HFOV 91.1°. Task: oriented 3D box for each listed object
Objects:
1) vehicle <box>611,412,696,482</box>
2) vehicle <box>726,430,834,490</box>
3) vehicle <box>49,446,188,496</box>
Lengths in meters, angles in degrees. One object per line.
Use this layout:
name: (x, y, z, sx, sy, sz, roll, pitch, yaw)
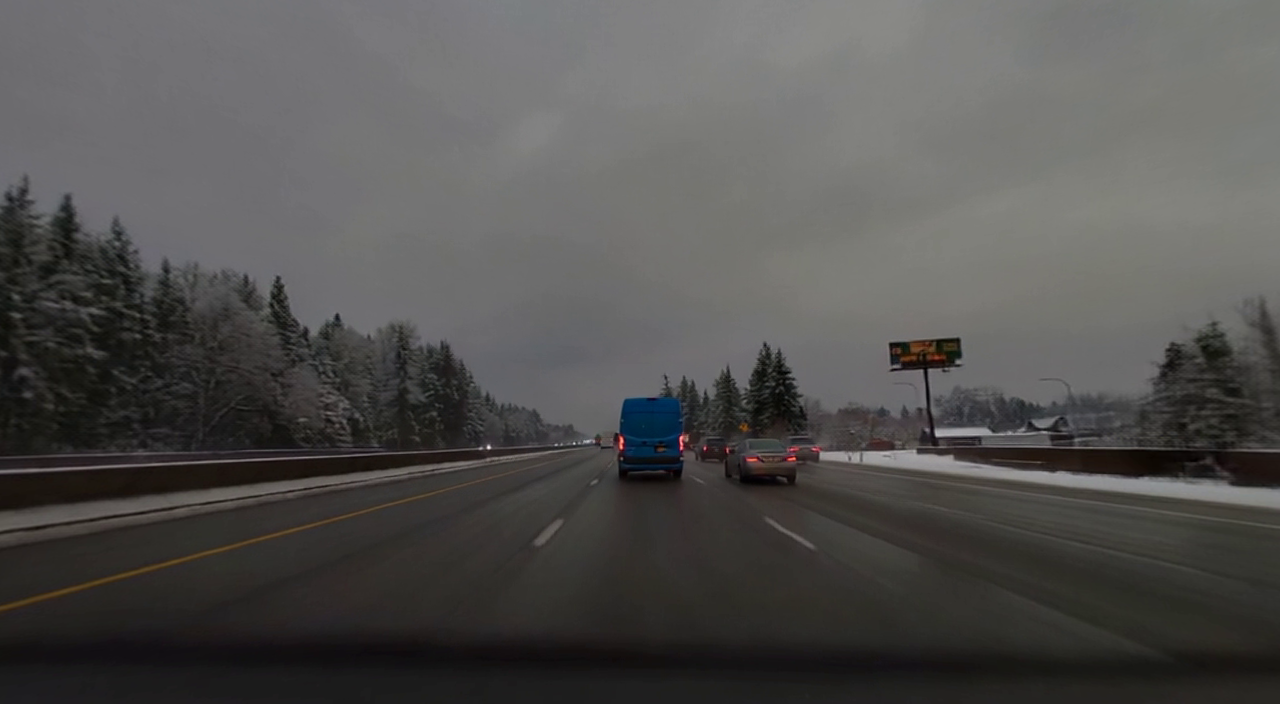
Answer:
vehicle: (0.283, 3.274, 21.726, 2.546, 2.087, 5.404, 0, -8, -3)
vehicle: (3.855, 3.050, 18.079, 2.099, 1.510, 3.784, 0, -8, -2)
vehicle: (-20.469, 4.642, 24.923, 1.971, 1.673, 4.180, -2, -8, 0)
